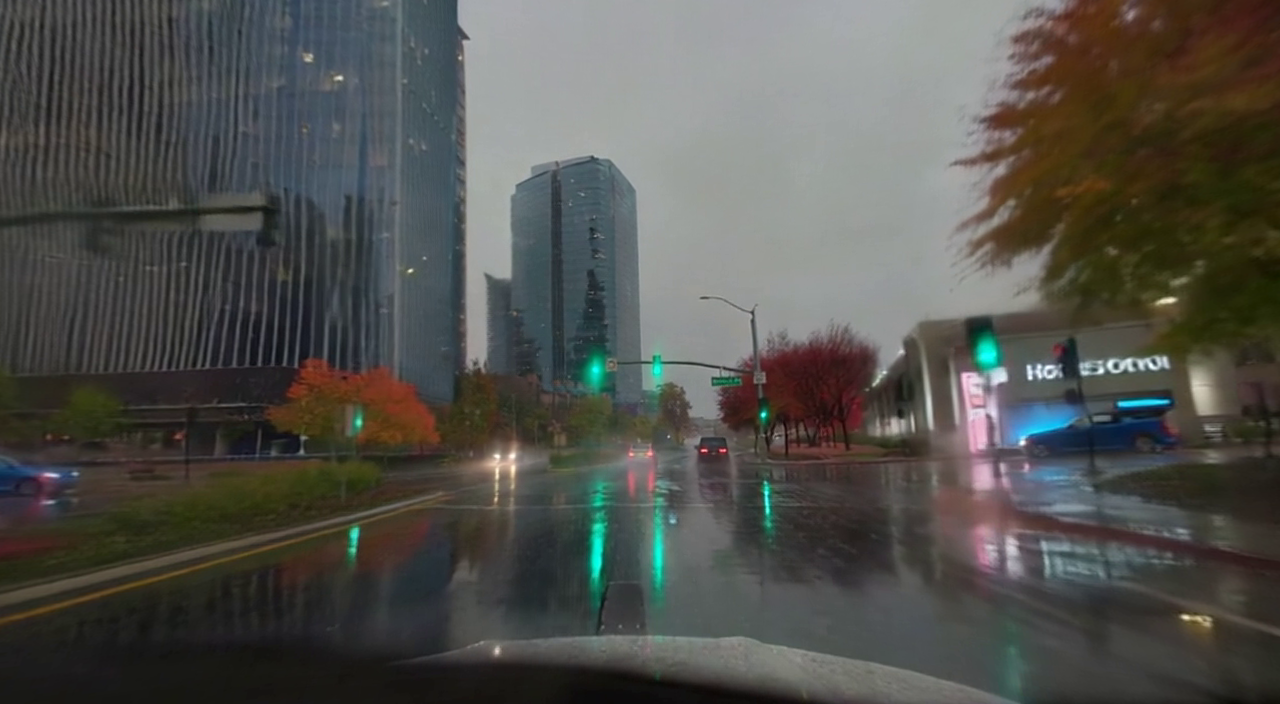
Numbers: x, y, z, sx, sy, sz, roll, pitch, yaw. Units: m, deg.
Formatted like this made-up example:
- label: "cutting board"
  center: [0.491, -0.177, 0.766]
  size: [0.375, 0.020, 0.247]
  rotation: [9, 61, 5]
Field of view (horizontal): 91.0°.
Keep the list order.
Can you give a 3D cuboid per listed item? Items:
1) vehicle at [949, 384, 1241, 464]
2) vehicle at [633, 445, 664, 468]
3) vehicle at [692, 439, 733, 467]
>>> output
- label: "vehicle"
  center: [21.139, 3.459, 29.982]
  size: [10.893, 3.534, 3.195]
  rotation: [-1, -9, 5]
- label: "vehicle"
  center: [0.647, 7.435, 45.030]
  size: [2.014, 1.525, 4.197]
  rotation: [0, -9, 3]
- label: "vehicle"
  center: [4.796, 6.756, 42.371]
  size: [2.174, 1.749, 4.739]
  rotation: [0, -9, -1]
